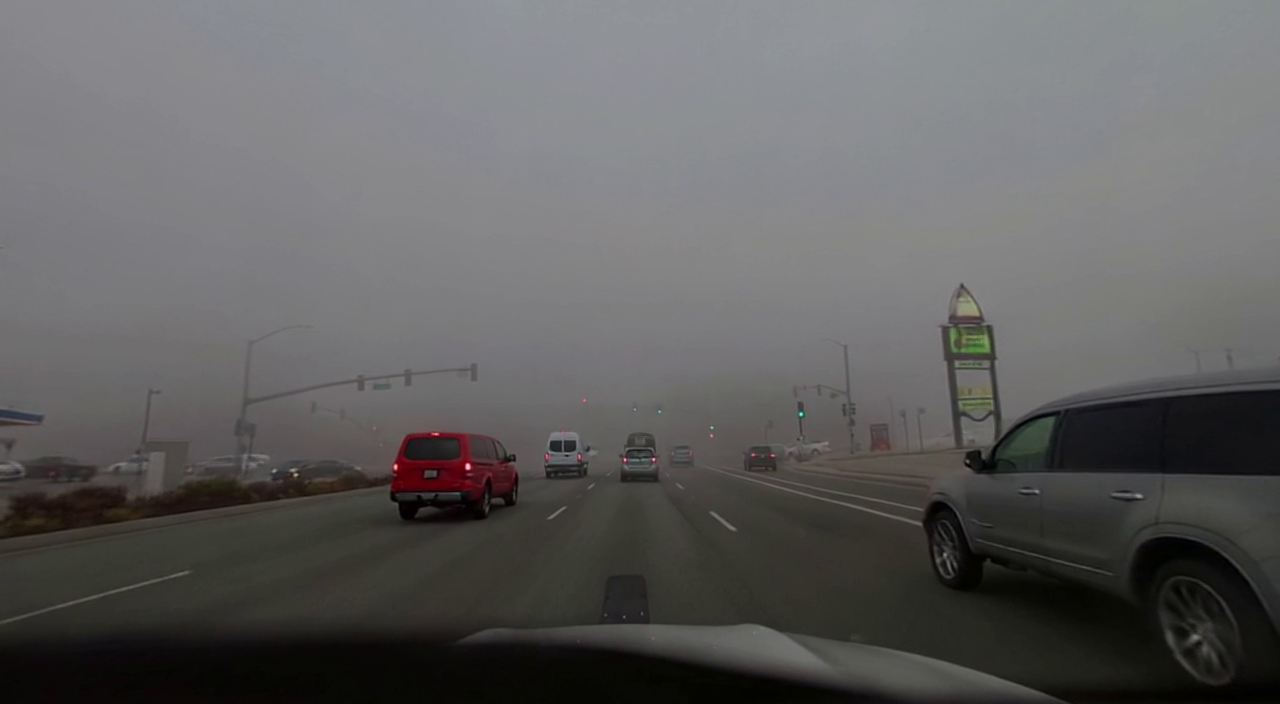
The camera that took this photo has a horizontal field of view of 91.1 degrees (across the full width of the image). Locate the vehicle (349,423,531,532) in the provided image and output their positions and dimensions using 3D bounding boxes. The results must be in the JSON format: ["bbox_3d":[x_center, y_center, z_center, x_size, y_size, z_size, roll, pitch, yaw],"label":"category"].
[{"bbox_3d":[-3.714,2.438,12.856,2.002,1.747,5.173,0,-9,0],"label":"vehicle"}]

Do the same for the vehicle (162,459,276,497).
[{"bbox_3d":[-19.734,5.893,29.771,2.324,1.551,4.965,1,-9,-6],"label":"vehicle"}]

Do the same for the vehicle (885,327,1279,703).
[{"bbox_3d":[3.674,1.046,4.238,2.055,1.786,4.817,0,-9,0],"label":"vehicle"}]

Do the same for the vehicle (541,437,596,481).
[{"bbox_3d":[-3.345,5.124,30.449,2.025,1.936,4.995,0,-9,1],"label":"vehicle"}]

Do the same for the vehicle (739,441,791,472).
[{"bbox_3d":[7.189,6.047,36.506,2.119,1.696,4.623,0,-9,1],"label":"vehicle"}]

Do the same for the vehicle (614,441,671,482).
[{"bbox_3d":[0.096,5.047,29.427,2.426,1.703,5.602,0,-9,0],"label":"vehicle"}]
